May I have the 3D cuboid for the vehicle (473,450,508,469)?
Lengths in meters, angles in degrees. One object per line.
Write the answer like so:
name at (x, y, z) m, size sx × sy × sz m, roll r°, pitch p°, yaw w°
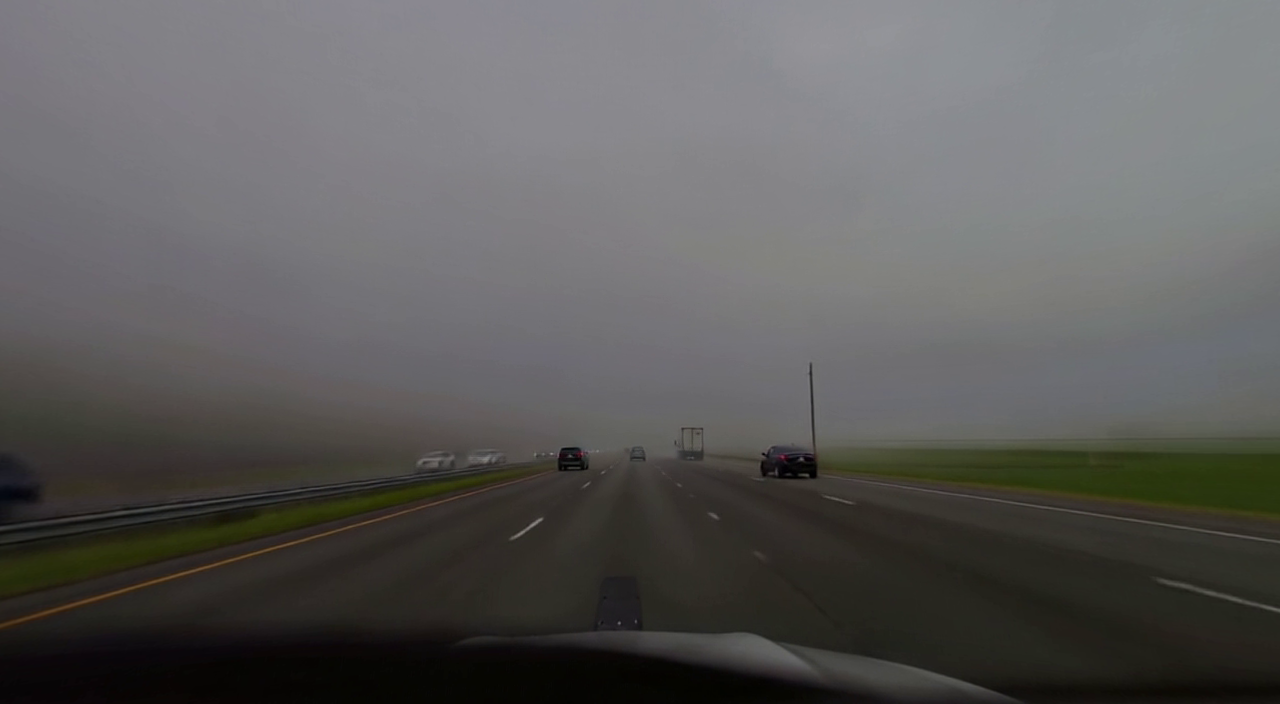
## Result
vehicle at (-11.724, 8.436, 49.477) m, size 1.775 × 1.434 × 3.718 m, roll 0°, pitch -9°, yaw 1°

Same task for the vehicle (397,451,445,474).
vehicle at (-15.425, 7.780, 44.488) m, size 1.850 × 1.465 × 4.240 m, roll 0°, pitch -9°, yaw 0°

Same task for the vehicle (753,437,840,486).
vehicle at (5.781, 4.109, 23.889) m, size 2.069 × 1.625 × 4.832 m, roll 0°, pitch -9°, yaw 0°

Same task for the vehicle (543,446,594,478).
vehicle at (-3.642, 5.718, 33.010) m, size 2.160 × 1.530 × 4.500 m, roll 0°, pitch -9°, yaw 0°
